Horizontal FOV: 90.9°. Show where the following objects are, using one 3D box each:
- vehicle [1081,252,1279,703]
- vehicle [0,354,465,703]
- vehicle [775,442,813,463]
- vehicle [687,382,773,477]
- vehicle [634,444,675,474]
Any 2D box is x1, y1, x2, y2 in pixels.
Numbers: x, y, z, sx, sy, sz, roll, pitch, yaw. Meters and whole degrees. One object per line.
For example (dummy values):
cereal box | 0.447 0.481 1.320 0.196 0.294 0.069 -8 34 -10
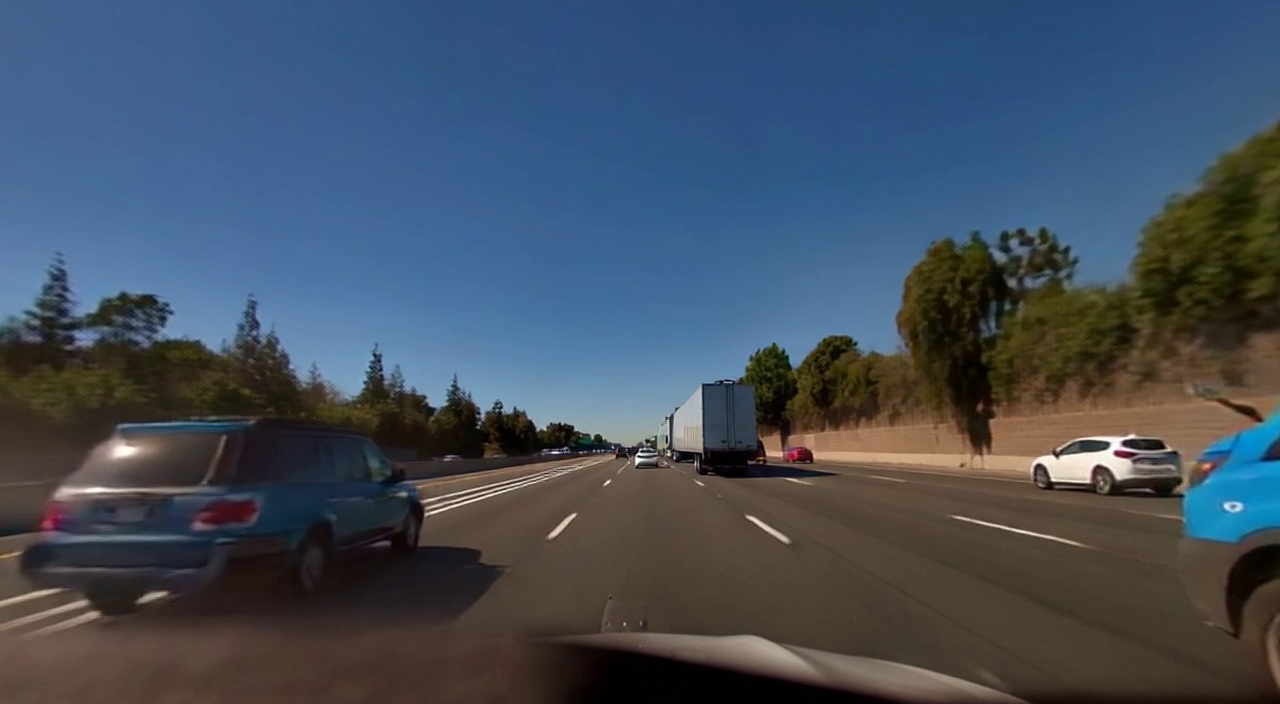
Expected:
vehicle | 3.717 0.339 0.560 2.441 2.017 5.739 0 -9 0
vehicle | -3.169 1.221 4.889 2.237 1.745 4.575 0 -9 1
vehicle | 11.519 7.531 47.330 1.876 1.552 3.640 0 -9 0
vehicle | 4.352 4.293 33.645 2.821 4.077 12.562 0 -9 0
vehicle | 0.706 5.648 33.589 2.063 1.469 4.208 0 -9 0
